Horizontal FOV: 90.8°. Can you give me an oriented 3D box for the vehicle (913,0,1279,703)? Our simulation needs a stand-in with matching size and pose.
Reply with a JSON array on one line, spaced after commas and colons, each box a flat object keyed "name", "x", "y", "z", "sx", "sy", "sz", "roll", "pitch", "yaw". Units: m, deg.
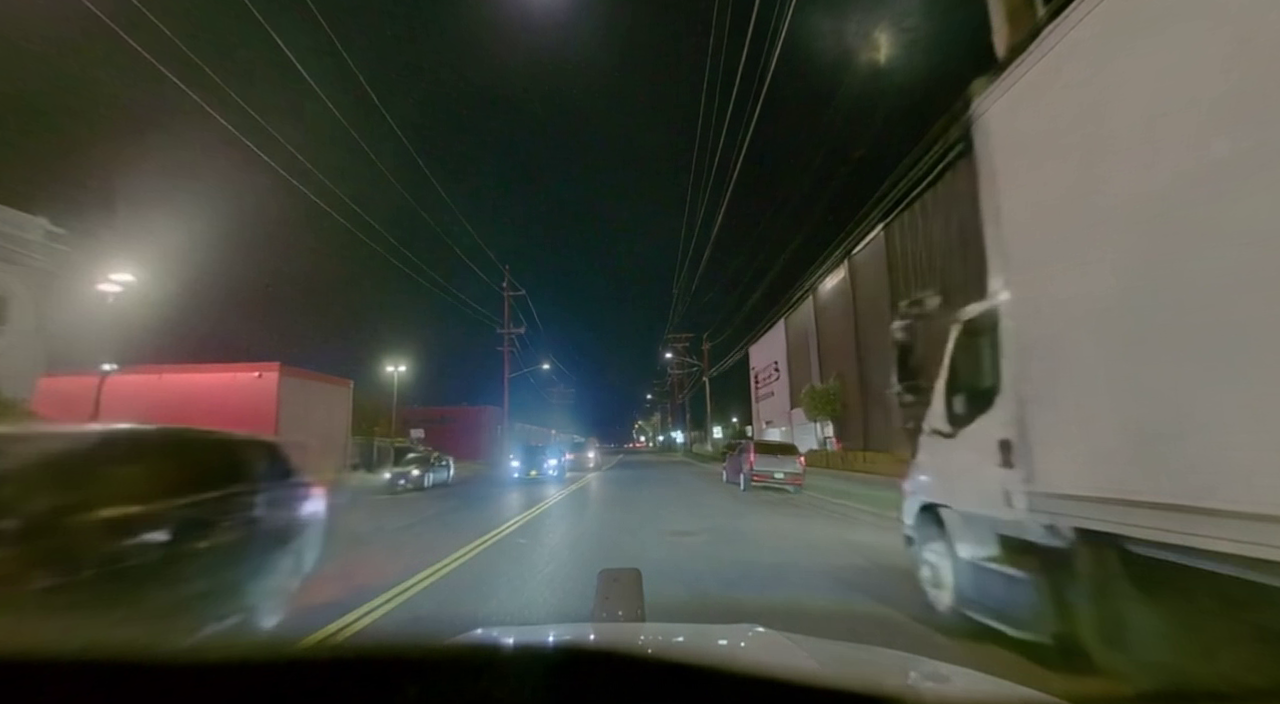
[{"name": "vehicle", "x": 3.512, "y": -0.460, "z": 0.526, "sx": 2.874, "sy": 3.757, "sz": 8.612, "roll": 3, "pitch": -9, "yaw": 1}]

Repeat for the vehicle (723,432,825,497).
[{"name": "vehicle", "x": 3.886, "y": 3.358, "z": 19.273, "sx": 2.092, "sy": 1.730, "sz": 4.595, "roll": 0, "pitch": -9, "yaw": 0}]

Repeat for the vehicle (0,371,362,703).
[{"name": "vehicle", "x": -3.525, "y": 1.091, "z": 3.481, "sx": 2.061, "sy": 1.679, "sz": 4.042, "roll": -1, "pitch": -9, "yaw": 1}]

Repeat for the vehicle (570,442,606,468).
[{"name": "vehicle", "x": -3.834, "y": 7.720, "z": 47.563, "sx": 2.229, "sy": 1.889, "sz": 4.816, "roll": 0, "pitch": -9, "yaw": 1}]

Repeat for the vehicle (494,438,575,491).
[{"name": "vehicle", "x": -3.706, "y": 4.032, "z": 23.038, "sx": 2.100, "sy": 1.723, "sz": 4.433, "roll": 0, "pitch": -9, "yaw": 1}]

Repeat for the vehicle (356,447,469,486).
[{"name": "vehicle", "x": -10.929, "y": 5.556, "z": 30.590, "sx": 4.936, "sy": 1.703, "sz": 1.959, "roll": 3, "pitch": -14, "yaw": -19}]
